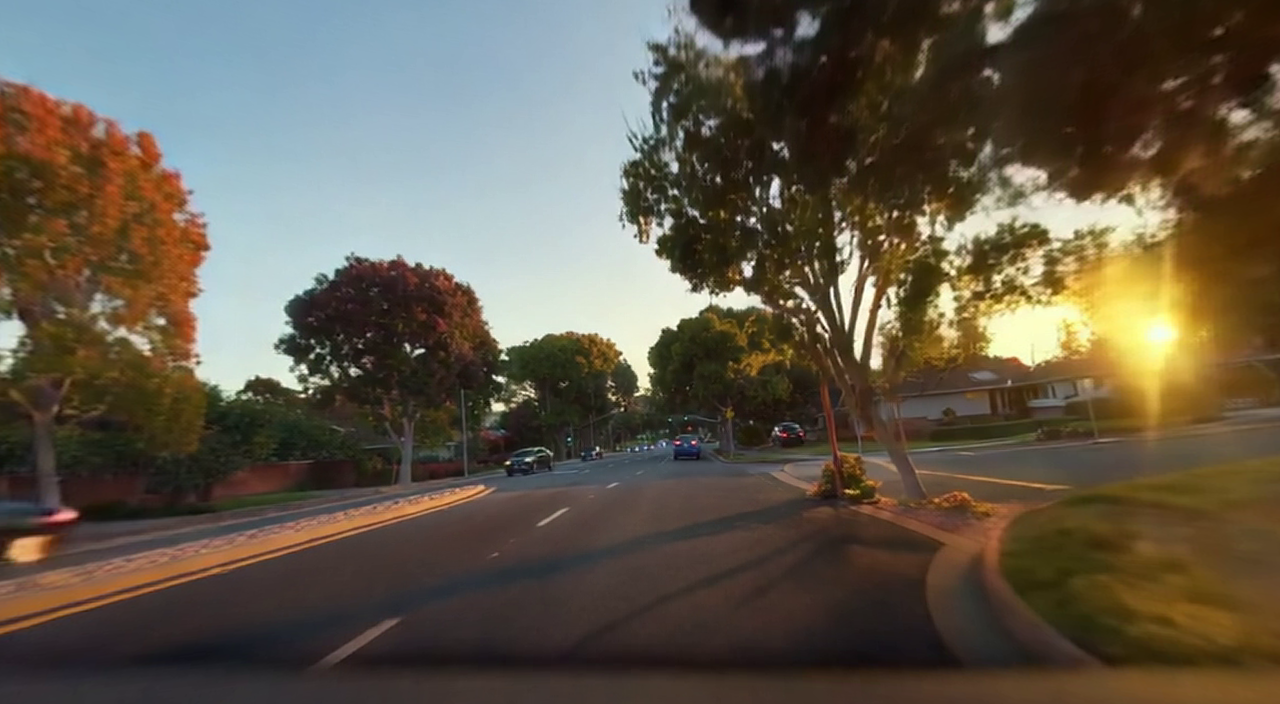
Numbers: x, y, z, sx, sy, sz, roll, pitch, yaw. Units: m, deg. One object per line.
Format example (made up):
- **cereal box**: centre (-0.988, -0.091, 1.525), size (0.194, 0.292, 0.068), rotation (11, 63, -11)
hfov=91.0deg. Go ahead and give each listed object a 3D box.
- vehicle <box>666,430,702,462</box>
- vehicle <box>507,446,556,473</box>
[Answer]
- **vehicle**: centre (2.824, 5.934, 39.853), size (2.059, 1.908, 4.714), rotation (-2, -8, 6)
- **vehicle**: centre (-7.516, 7.497, 44.110), size (2.014, 1.734, 4.482), rotation (-2, -8, 9)
